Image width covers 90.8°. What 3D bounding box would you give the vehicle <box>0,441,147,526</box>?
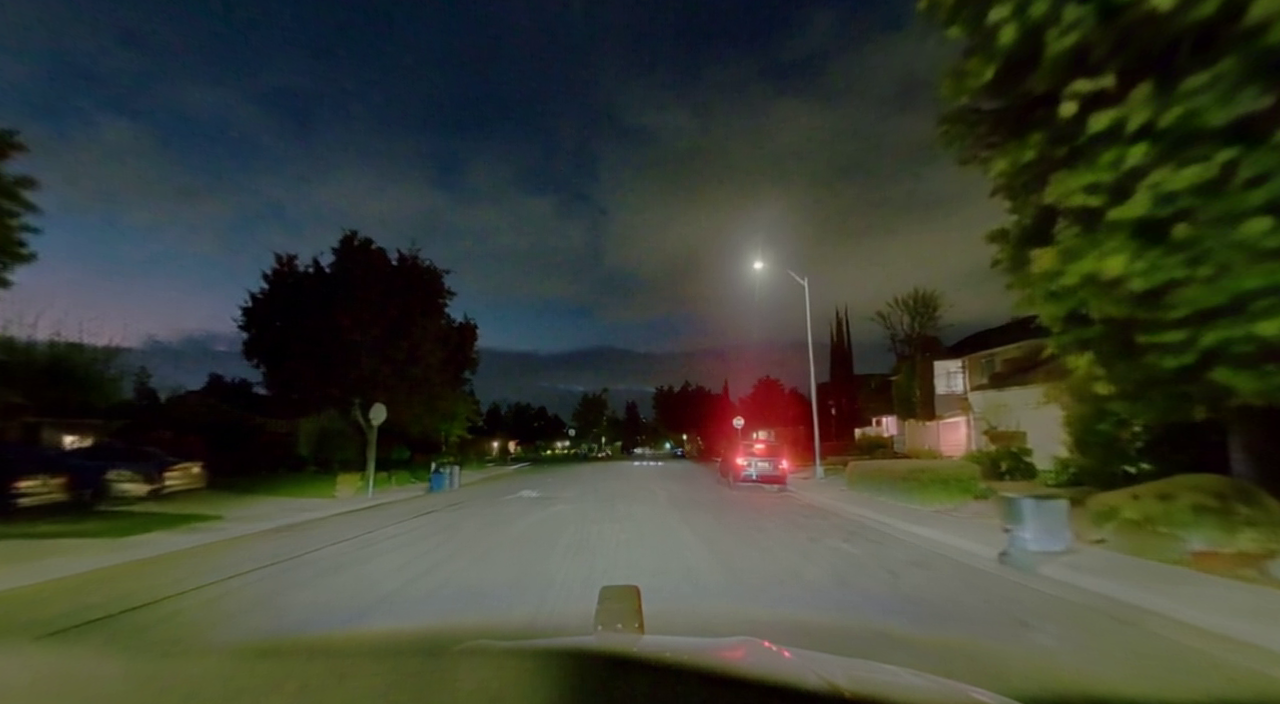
[{"bbox_3d":[-12.909,2.526,12.443,4.572,1.522,1.999,1,-9,-4],"label":"vehicle"}]

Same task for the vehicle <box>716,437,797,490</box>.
[{"bbox_3d":[3.656,3.572,20.583,1.975,1.528,4.000,0,-9,2],"label":"vehicle"}]
